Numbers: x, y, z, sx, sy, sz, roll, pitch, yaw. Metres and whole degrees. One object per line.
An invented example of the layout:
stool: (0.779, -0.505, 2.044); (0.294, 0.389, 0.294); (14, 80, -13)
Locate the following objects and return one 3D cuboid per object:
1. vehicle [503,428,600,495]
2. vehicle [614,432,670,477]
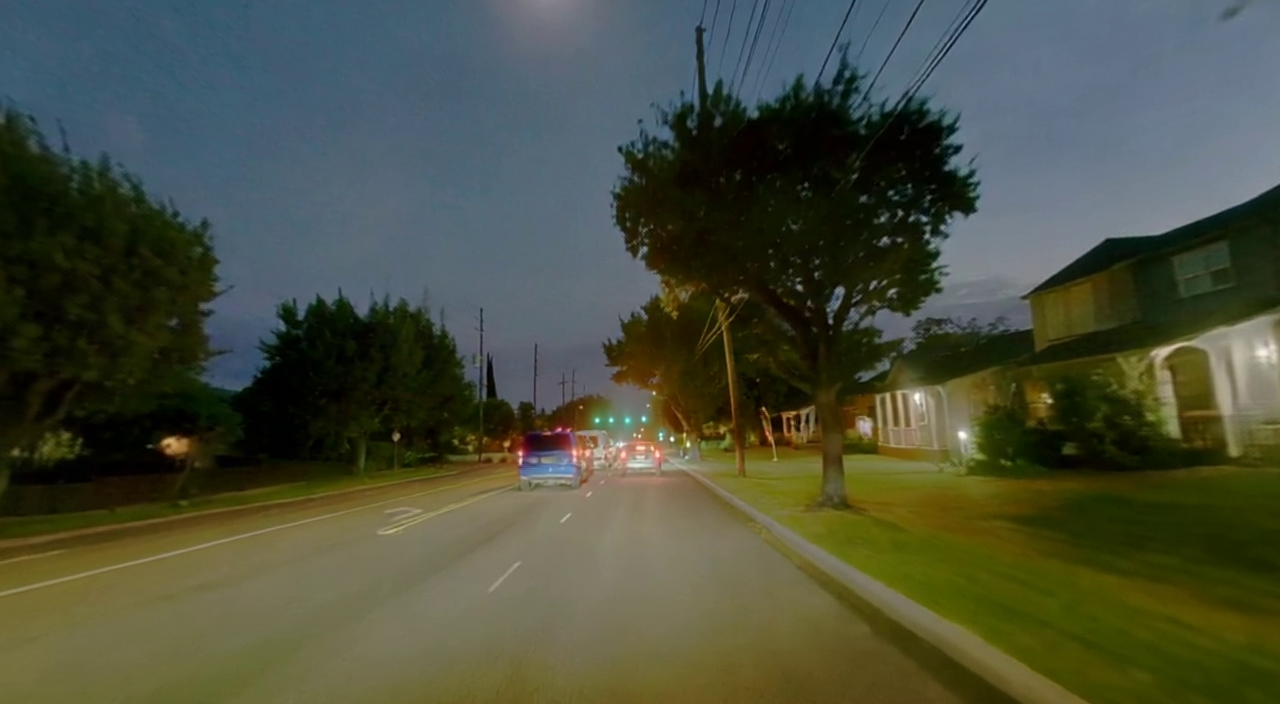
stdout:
vehicle: (-2.505, 3.243, 19.002); (2.157, 1.765, 4.303); (0, -9, 2)
vehicle: (0.060, 4.206, 26.042); (2.120, 1.718, 3.909); (0, -9, 0)
